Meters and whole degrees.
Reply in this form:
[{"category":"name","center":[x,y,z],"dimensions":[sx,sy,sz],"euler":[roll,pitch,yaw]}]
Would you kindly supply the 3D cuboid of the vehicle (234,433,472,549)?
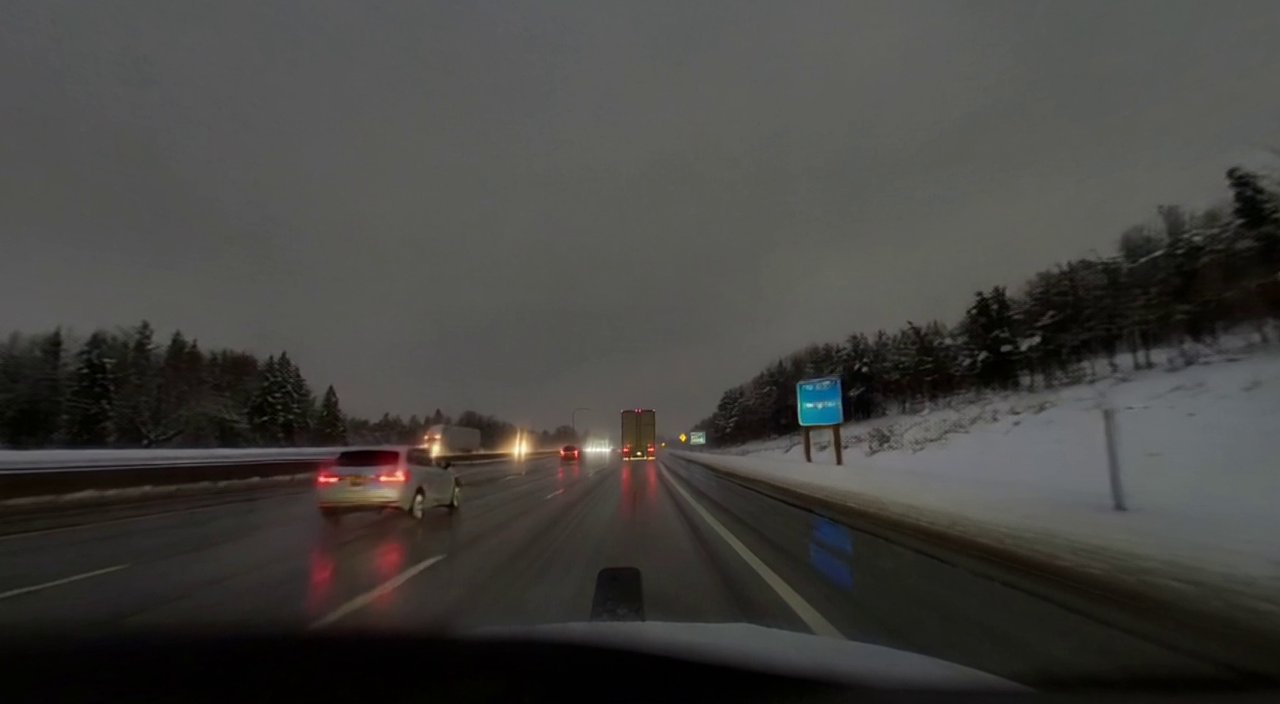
[{"category":"vehicle","center":[-4.336,2.156,10.363],"dimensions":[2.024,1.515,3.907],"euler":[0,-9,0]}]
